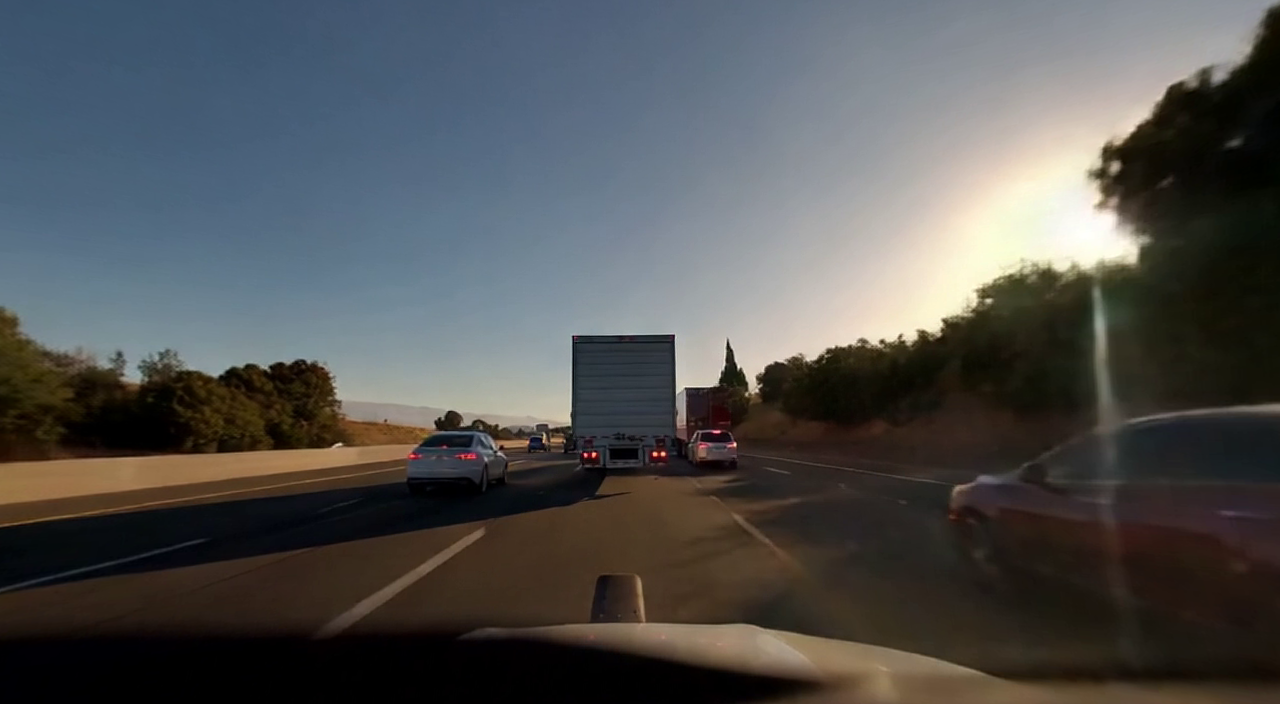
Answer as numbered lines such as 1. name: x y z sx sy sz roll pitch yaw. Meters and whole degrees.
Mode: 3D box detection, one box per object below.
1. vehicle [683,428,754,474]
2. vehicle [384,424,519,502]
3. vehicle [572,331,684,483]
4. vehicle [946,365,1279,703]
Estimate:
1. vehicle: 2.797 3.627 23.334 1.976 1.513 4.065 0 -8 -2
2. vehicle: -4.066 2.433 14.271 1.882 1.493 3.828 0 -8 0
3. vehicle: -0.480 2.098 21.663 2.938 4.033 9.980 0 -8 -2
4. vehicle: 3.547 0.890 3.057 1.945 1.529 4.129 0 -8 -1
